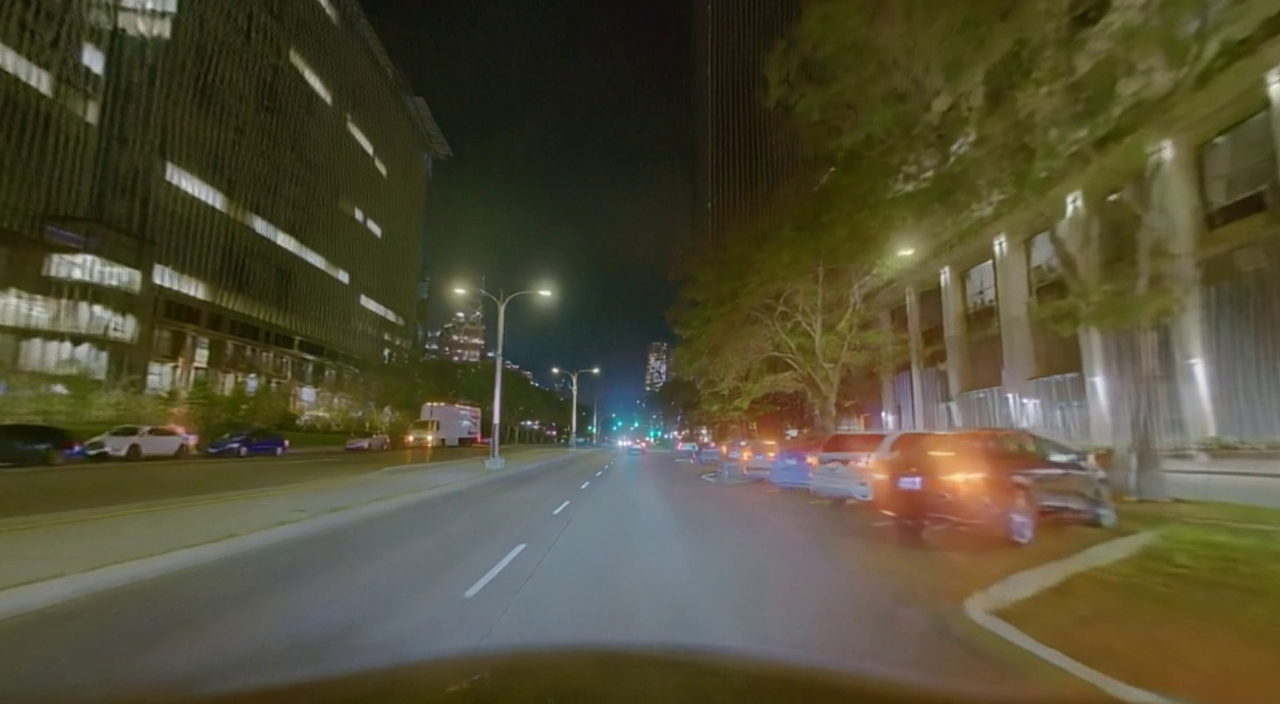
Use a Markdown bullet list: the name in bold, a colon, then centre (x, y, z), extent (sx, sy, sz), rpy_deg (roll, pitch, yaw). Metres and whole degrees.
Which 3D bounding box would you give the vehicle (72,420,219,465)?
- **vehicle**: centre (-18.434, 3.421, 23.798), extent (1.811, 1.502, 4.639), rpy_deg (-1, -8, 0)

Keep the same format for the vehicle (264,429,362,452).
- **vehicle**: centre (-19.178, 5.273, 37.324), extent (2.389, 1.206, 6.247), rpy_deg (-1, -8, 1)

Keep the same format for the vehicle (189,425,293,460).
- **vehicle**: centre (-18.730, 4.305, 29.865), extent (1.869, 1.494, 4.833), rpy_deg (0, -8, -1)

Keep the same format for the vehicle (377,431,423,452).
- **vehicle**: centre (-18.847, 7.074, 49.622), extent (1.909, 1.518, 4.459), rpy_deg (-1, -8, 0)

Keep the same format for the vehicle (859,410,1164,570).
- **vehicle**: centre (4.714, 1.582, 7.930), extent (3.531, 1.529, 1.903), rpy_deg (5, -10, -35)

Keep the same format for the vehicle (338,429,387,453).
- **vehicle**: centre (-19.165, 6.190, 43.633), extent (1.792, 1.554, 3.682), rpy_deg (0, -8, -1)
